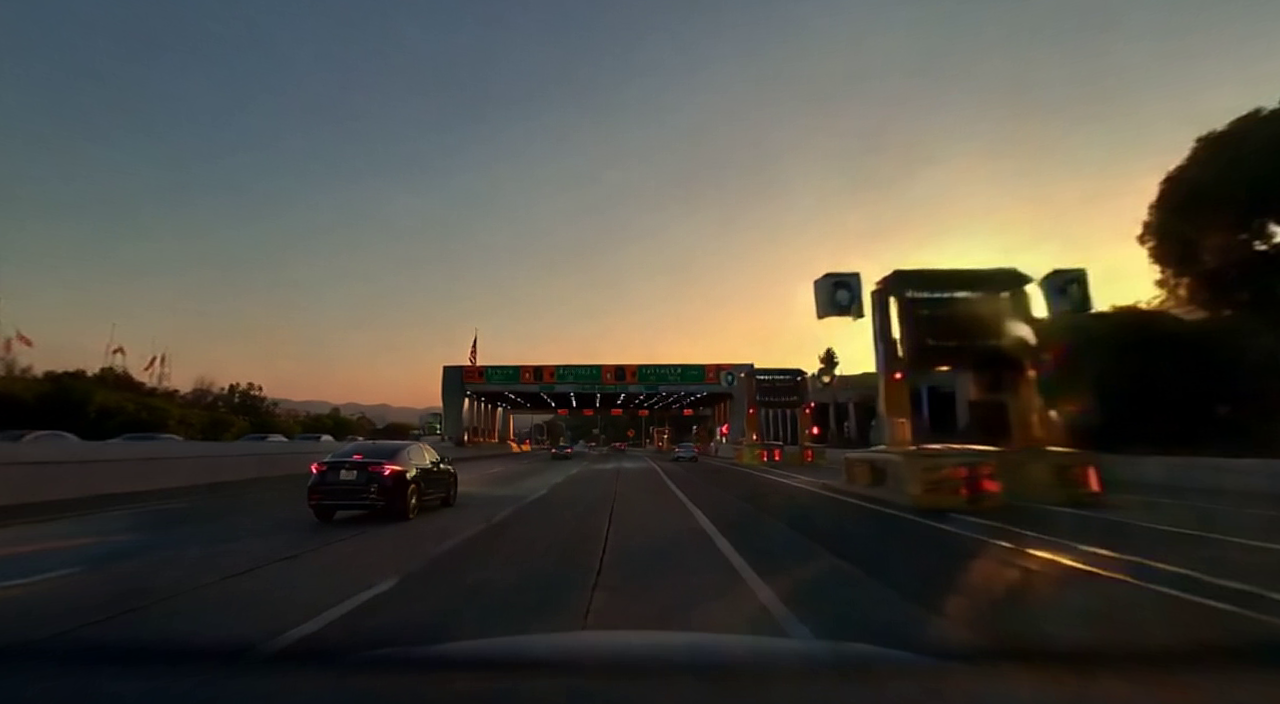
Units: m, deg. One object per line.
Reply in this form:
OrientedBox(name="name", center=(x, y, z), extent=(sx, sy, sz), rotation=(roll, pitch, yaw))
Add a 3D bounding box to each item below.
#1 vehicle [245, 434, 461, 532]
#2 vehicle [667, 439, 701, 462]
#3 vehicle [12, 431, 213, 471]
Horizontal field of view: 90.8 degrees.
OrientedBox(name="vehicle", center=(-4.973, 2.310, 11.797), extent=(1.981, 1.465, 4.334), rotation=(0, -8, 0))
OrientedBox(name="vehicle", center=(3.317, 7.572, 48.651), extent=(2.072, 1.639, 4.919), rotation=(0, -8, -2))
OrientedBox(name="vehicle", center=(-20.404, 3.841, 24.711), extent=(2.116, 1.402, 5.632), rotation=(-7, -11, 40))
